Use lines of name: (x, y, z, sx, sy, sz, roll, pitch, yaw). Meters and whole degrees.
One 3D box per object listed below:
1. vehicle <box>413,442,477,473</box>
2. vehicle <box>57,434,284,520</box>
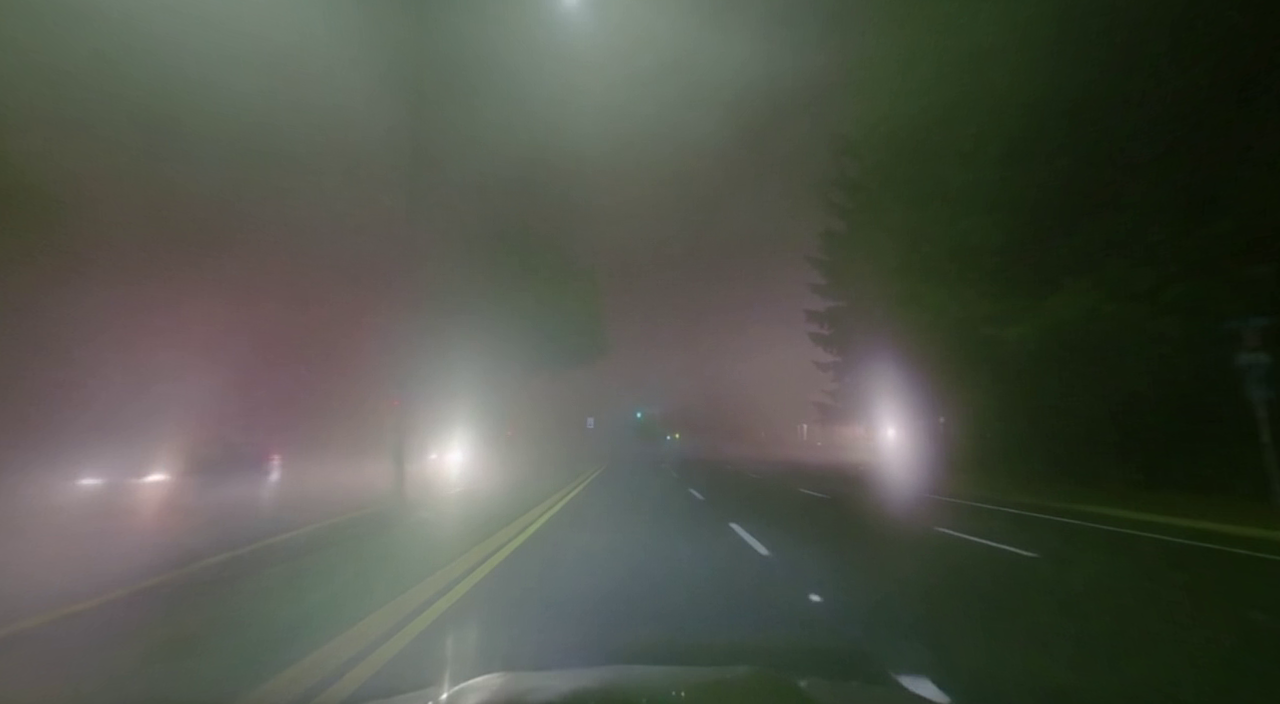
vehicle: (-10.600, 5.753, 34.794, 1.916, 1.593, 5.012, 0, -8, 0)
vehicle: (-10.672, 2.828, 14.906, 1.923, 1.702, 4.387, 0, -8, 0)
